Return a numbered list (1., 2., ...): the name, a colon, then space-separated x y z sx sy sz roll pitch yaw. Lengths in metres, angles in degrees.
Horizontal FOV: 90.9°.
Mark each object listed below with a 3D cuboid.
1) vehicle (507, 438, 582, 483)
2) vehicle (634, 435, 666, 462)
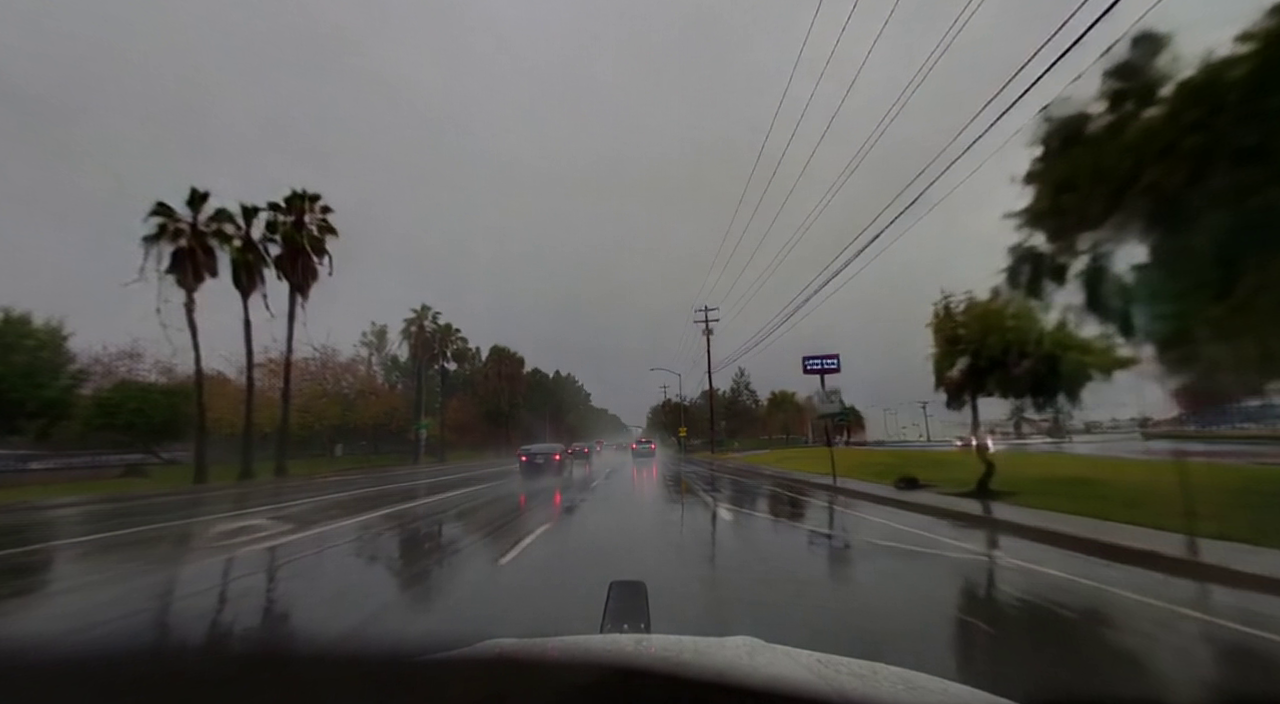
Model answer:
1. vehicle: -3.354 3.906 23.004 1.982 1.451 4.152 0 -8 1
2. vehicle: 0.698 6.900 45.145 2.155 1.781 3.977 0 -8 0
